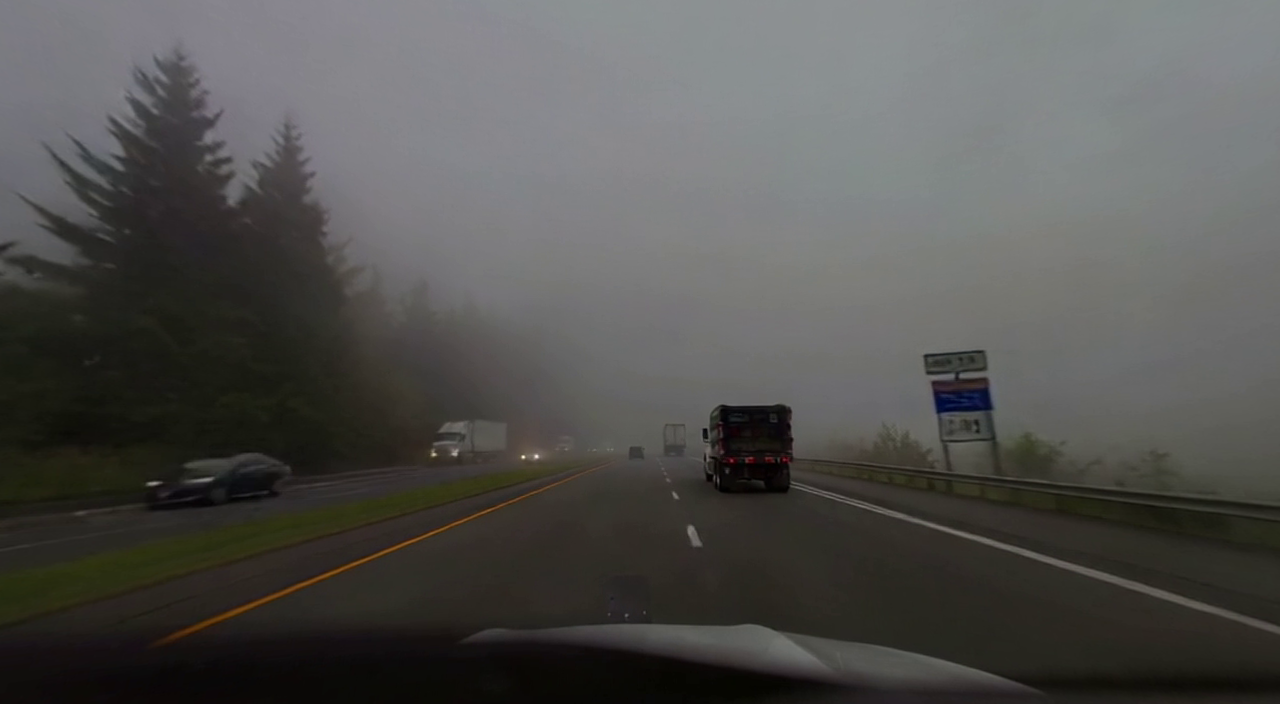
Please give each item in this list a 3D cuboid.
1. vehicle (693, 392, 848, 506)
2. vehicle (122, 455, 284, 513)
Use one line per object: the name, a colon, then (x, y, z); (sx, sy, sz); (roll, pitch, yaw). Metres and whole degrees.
vehicle: (3.062, 2.531, 16.709); (2.677, 2.439, 6.402); (0, -8, -1)
vehicle: (-12.958, 3.888, 19.068); (1.737, 1.450, 4.343); (0, -8, 1)
